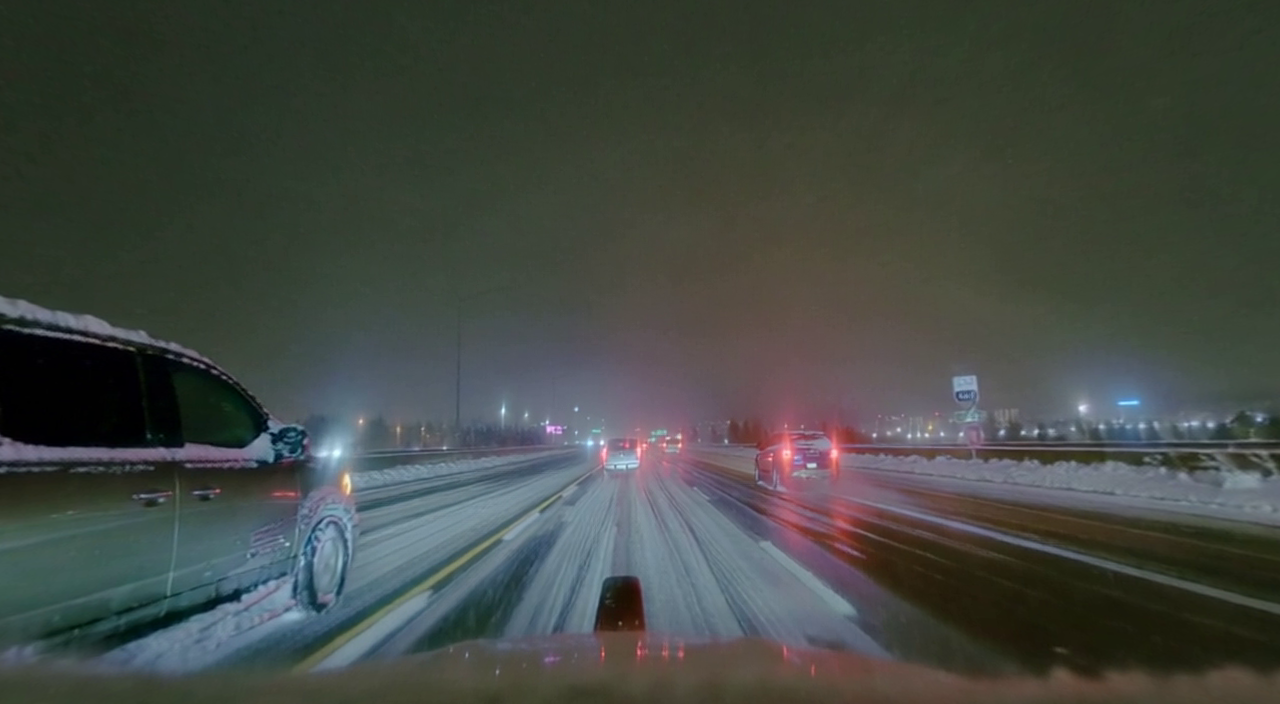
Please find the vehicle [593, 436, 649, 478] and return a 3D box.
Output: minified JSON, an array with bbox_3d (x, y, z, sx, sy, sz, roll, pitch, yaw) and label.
[{"bbox_3d":[-0.736,4.334,26.210,2.147,1.576,3.964,0,-8,-1],"label":"vehicle"}]
